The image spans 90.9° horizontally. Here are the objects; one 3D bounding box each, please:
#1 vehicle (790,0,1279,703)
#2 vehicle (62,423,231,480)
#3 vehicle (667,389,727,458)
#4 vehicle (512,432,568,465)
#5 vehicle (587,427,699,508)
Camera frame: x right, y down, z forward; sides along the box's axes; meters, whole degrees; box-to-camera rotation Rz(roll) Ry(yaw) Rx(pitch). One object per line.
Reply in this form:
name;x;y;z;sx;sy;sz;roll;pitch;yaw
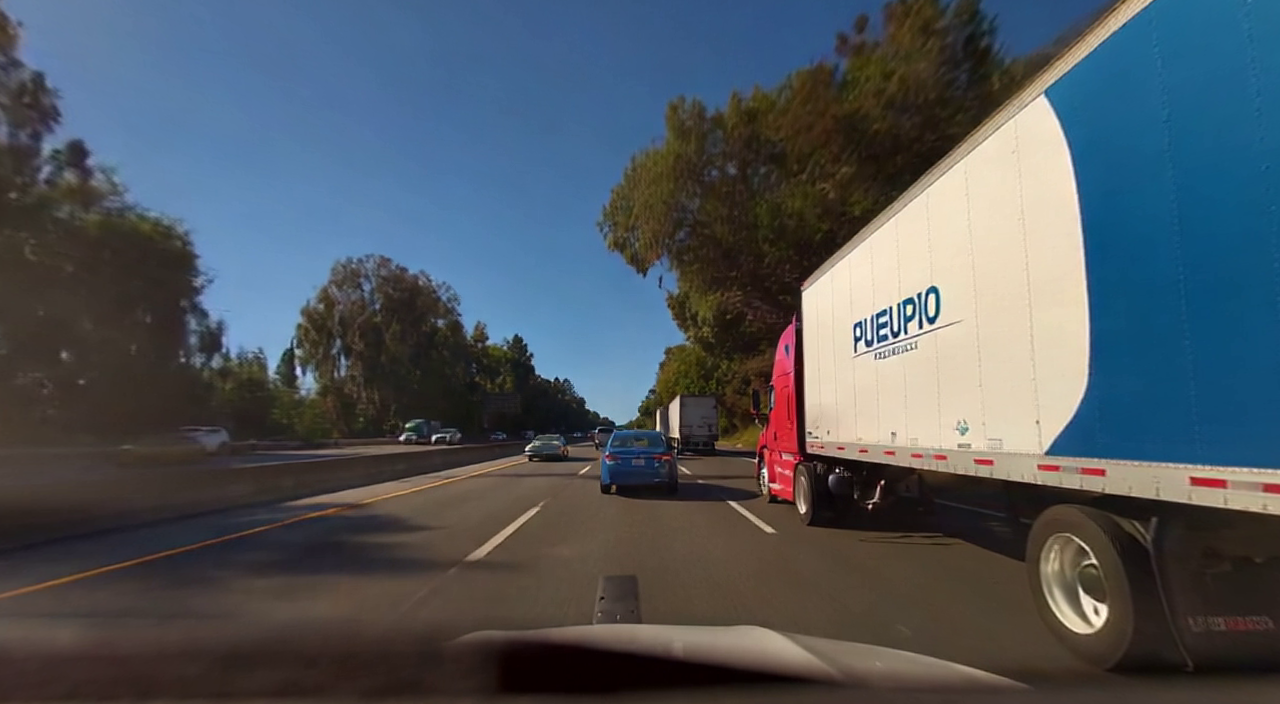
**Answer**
vehicle;4.127;-0.155;3.920;2.816;4.070;14.136;0;-8;0
vehicle;-19.761;3.974;25.704;2.338;2.020;5.417;0;-7;2
vehicle;3.690;5.174;44.589;2.869;4.067;13.731;0;-8;0
vehicle;-4.710;4.601;30.374;1.983;1.434;4.451;0;-8;0
vehicle;0.010;2.327;13.195;2.021;1.435;3.611;0;-8;-2
